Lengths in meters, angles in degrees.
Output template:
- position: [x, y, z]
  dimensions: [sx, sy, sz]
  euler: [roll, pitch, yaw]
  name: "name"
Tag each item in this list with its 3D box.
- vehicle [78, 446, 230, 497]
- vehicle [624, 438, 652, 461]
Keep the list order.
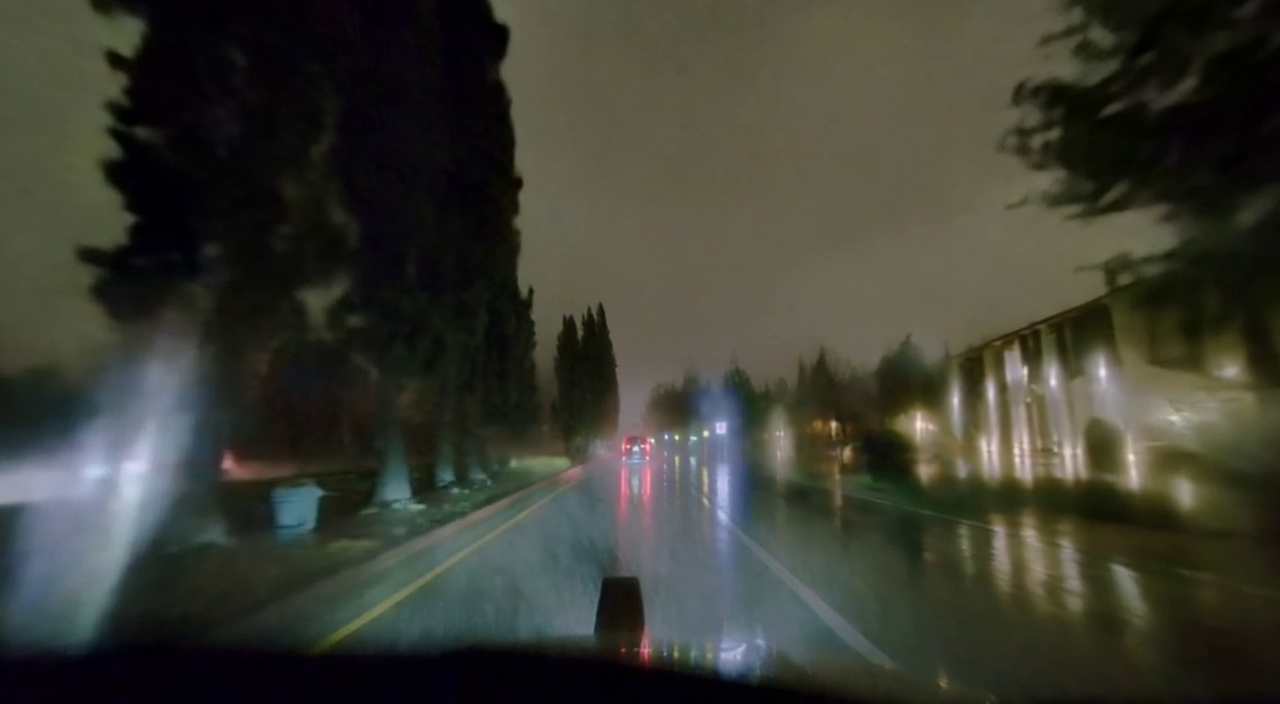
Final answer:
- position: [-17.915, 4.379, 23.638]
  dimensions: [1.986, 1.649, 4.573]
  euler: [0, -8, 0]
  name: "vehicle"
- position: [-0.178, 7.396, 48.022]
  dimensions: [2.016, 1.665, 3.932]
  euler: [0, -8, -1]
  name: "vehicle"
